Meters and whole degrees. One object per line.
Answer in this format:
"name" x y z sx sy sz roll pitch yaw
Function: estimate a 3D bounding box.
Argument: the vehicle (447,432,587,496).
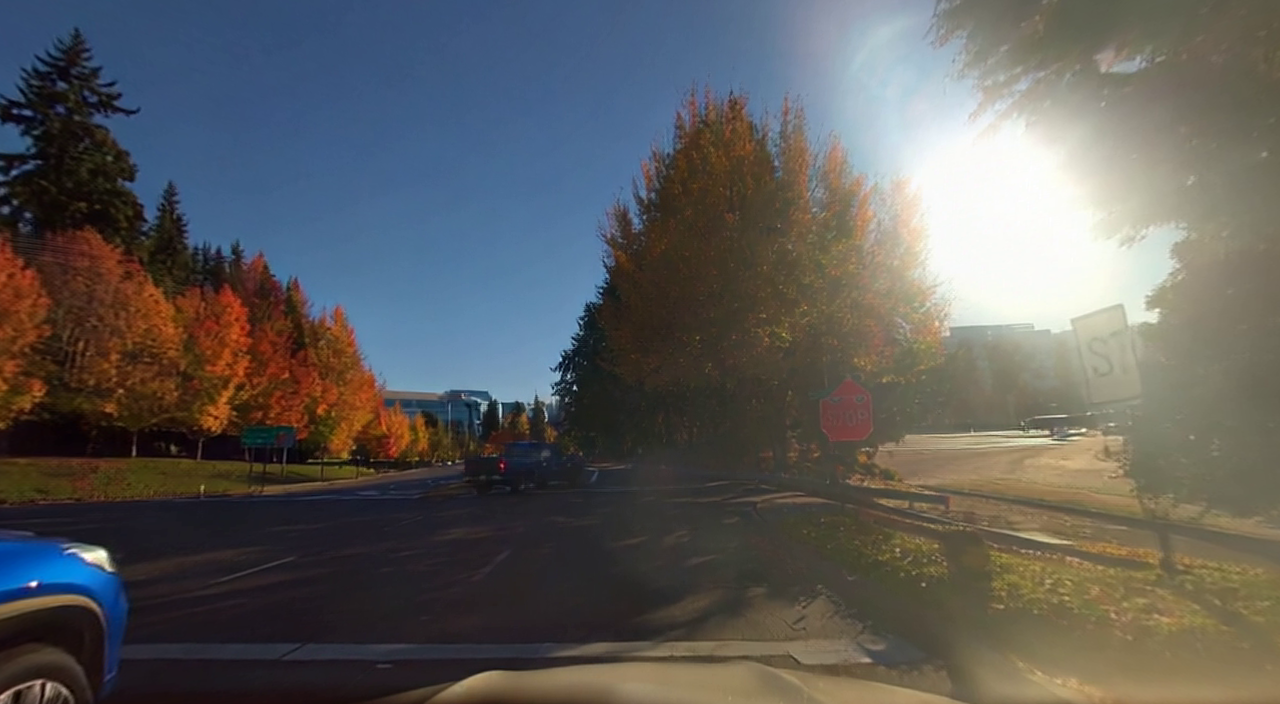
"vehicle" -4.272 4.044 23.180 2.284 2.012 5.607 -4 -9 23

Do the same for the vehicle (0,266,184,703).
"vehicle" -3.520 0.478 0.978 2.145 2.038 4.656 0 -9 -1
